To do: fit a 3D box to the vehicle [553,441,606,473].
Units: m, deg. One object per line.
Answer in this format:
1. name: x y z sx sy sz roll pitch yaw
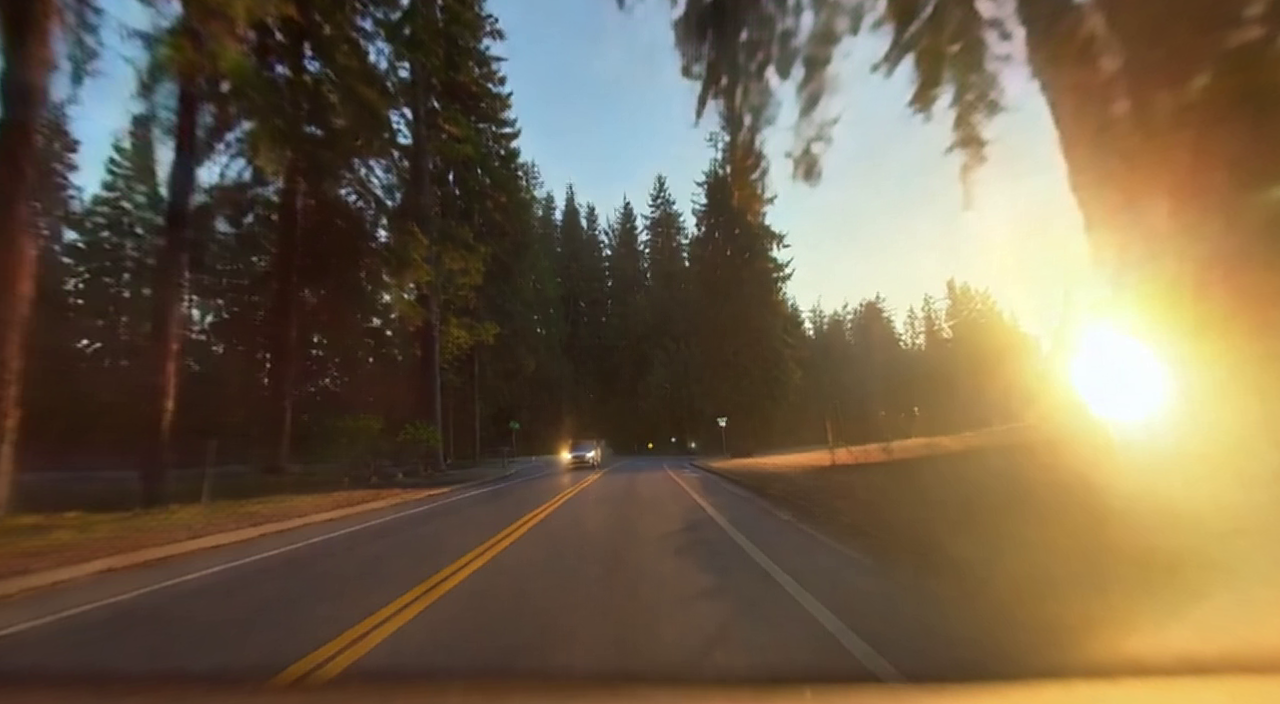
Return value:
1. vehicle: -3.398 6.064 36.601 2.390 1.721 4.863 -1 -9 3
